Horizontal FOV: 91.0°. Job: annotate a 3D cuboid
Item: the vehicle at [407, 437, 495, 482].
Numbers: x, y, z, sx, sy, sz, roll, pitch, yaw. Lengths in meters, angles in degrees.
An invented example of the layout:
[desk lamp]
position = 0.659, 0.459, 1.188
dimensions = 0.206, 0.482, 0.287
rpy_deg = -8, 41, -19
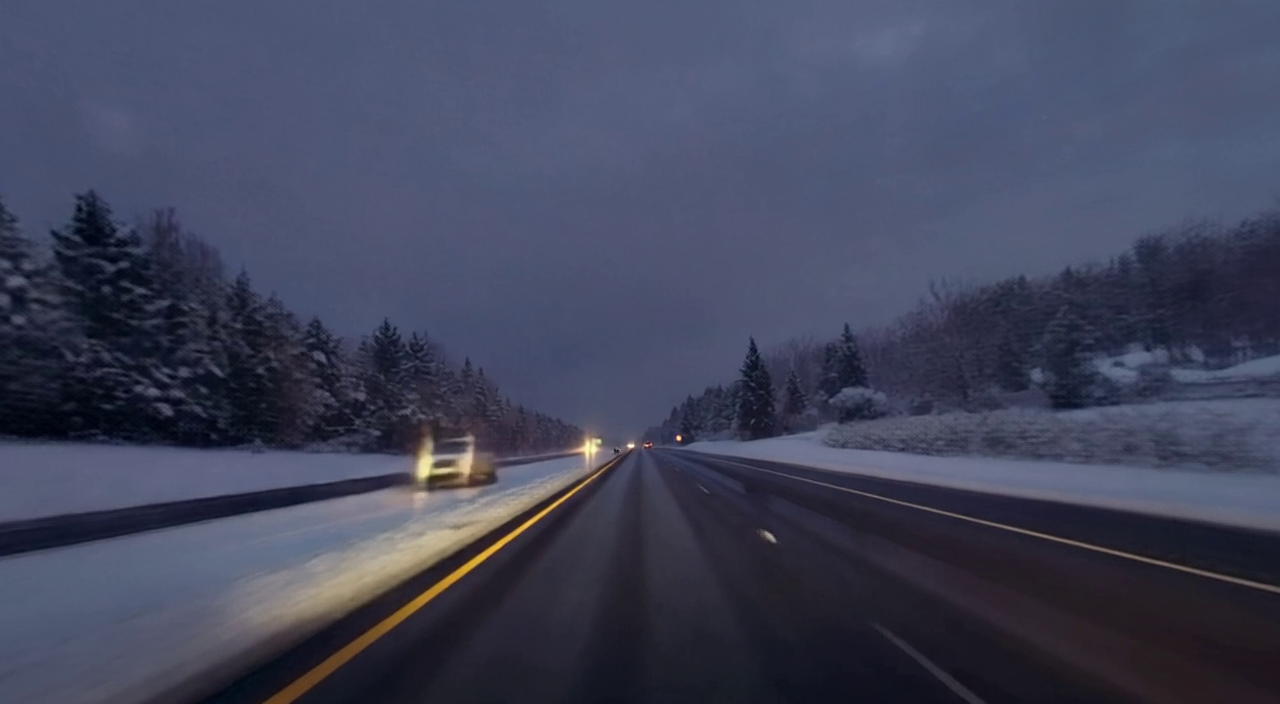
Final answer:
[vehicle]
position = -7.543, 4.321, 25.645
dimensions = 2.106, 1.610, 4.411
rpy_deg = 0, -8, 1
